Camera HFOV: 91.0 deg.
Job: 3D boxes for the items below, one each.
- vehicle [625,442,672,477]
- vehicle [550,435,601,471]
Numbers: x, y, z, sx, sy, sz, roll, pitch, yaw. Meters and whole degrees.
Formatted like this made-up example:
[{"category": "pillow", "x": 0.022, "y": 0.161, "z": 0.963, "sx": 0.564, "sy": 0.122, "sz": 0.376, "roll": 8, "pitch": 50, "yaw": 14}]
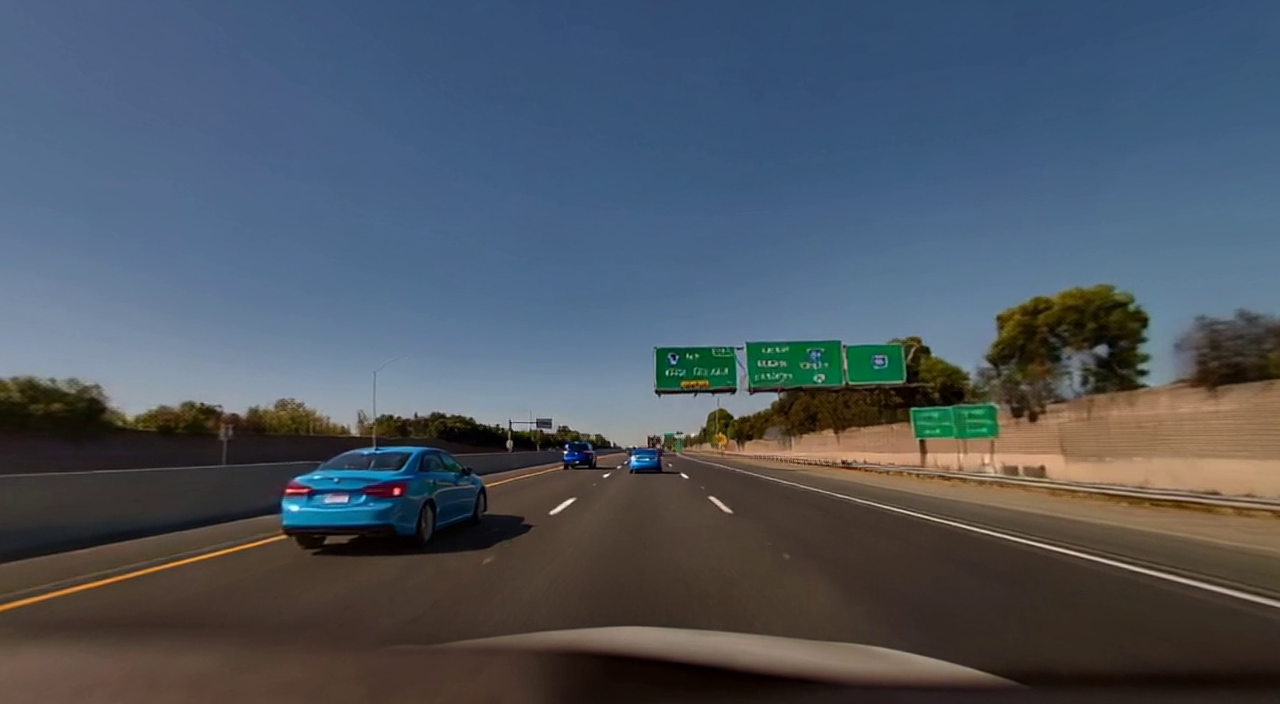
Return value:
[{"category": "vehicle", "x": 0.426, "y": 5.160, "z": 30.523, "sx": 2.086, "sy": 1.548, "sz": 4.325, "roll": 0, "pitch": -9, "yaw": 1}, {"category": "vehicle", "x": -3.586, "y": 5.767, "z": 36.081, "sx": 2.264, "sy": 1.901, "sz": 4.647, "roll": 0, "pitch": -9, "yaw": 2}]
